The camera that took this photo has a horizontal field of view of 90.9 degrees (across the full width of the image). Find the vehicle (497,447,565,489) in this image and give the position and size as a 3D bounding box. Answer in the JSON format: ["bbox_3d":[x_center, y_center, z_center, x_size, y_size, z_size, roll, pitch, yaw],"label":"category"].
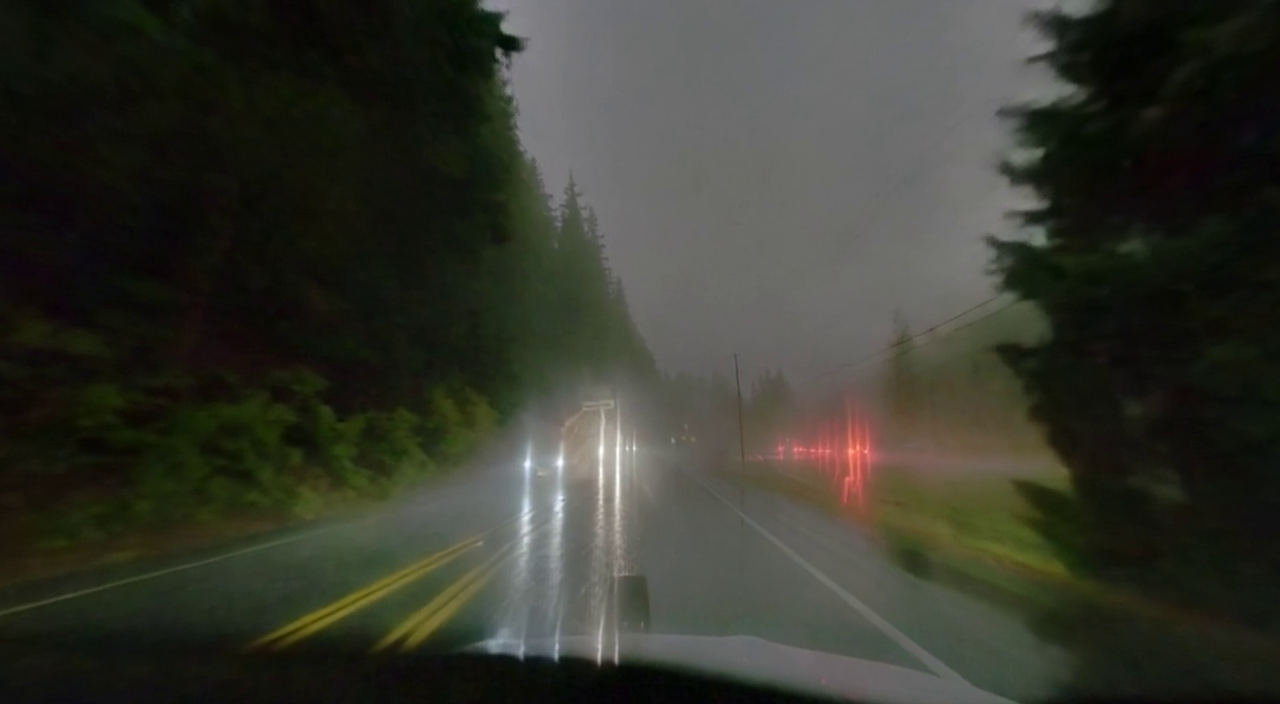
[{"bbox_3d":[-4.111,4.426,24.339,1.816,1.473,3.689,-1,-9,2],"label":"vehicle"}]
